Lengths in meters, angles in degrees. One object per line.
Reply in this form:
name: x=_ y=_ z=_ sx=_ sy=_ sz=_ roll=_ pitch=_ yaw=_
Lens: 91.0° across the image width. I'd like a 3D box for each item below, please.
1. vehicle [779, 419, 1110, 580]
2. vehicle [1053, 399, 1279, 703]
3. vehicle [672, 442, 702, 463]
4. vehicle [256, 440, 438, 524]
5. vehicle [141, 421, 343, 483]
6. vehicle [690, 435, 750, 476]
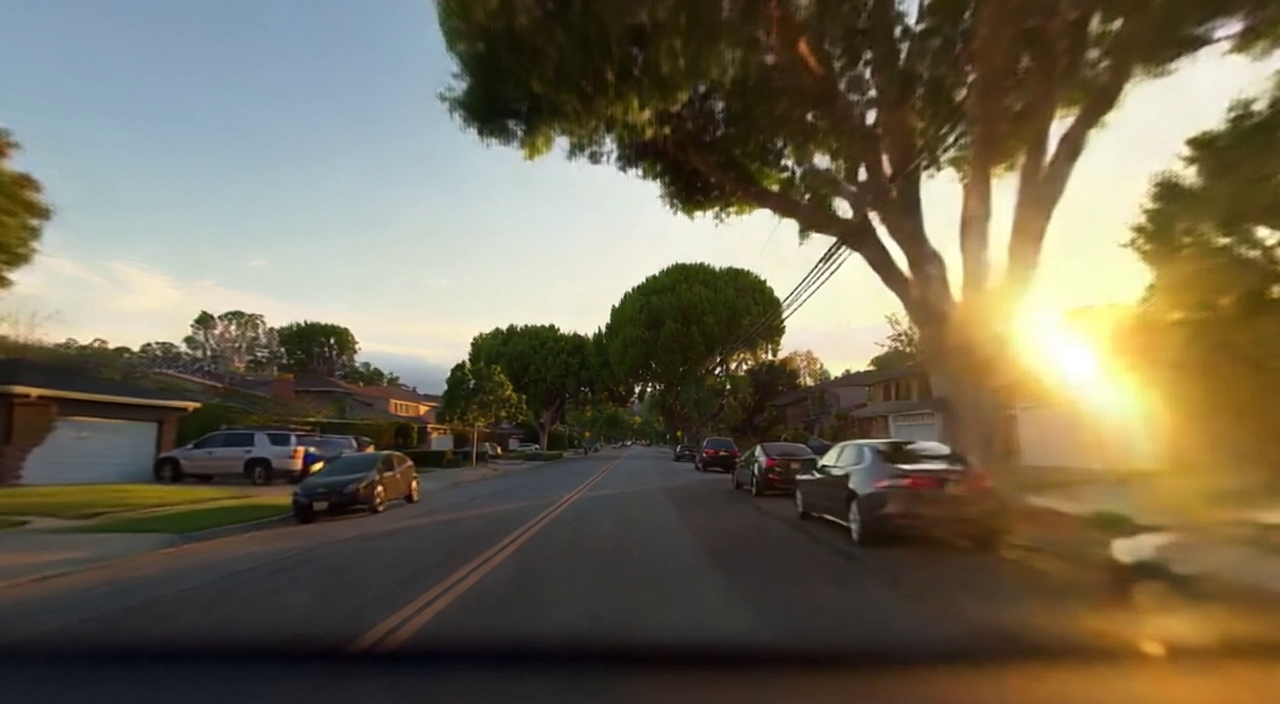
vehicle: x=3.734 y=1.904 z=9.201 sx=2.157 sy=1.639 sz=5.297 roll=0 pitch=-8 yaw=-1
vehicle: x=3.829 y=0.884 z=2.030 sx=1.917 sy=1.569 sz=4.460 roll=0 pitch=-8 yaw=0
vehicle: x=3.667 y=7.916 z=49.635 sx=1.897 sy=1.521 sz=4.835 roll=0 pitch=-8 yaw=-1
vehicle: x=-6.355 y=2.815 z=14.386 sx=1.985 sy=1.497 sz=4.655 roll=-2 pitch=-8 yaw=-1
vehicle: x=-14.224 y=3.614 z=22.829 sx=5.681 sy=2.094 sz=2.344 roll=0 pitch=-8 yaw=0
vehicle: x=3.715 y=4.914 z=30.132 sx=2.039 sy=1.780 sz=4.884 roll=0 pitch=-8 yaw=-2
